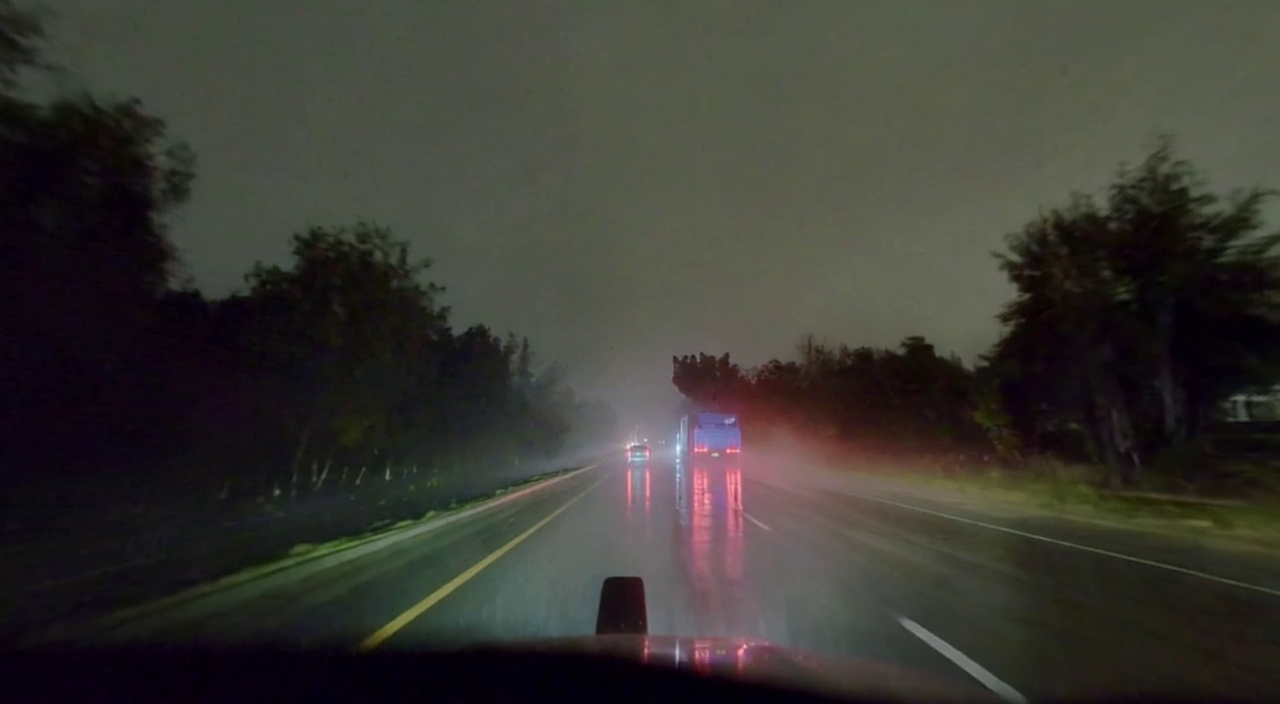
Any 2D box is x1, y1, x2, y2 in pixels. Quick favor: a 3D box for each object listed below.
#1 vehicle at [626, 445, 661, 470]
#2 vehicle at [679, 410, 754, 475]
[{"bbox_3d":[0.240,6.895,41.356,2.170,1.544,4.373,0,-8,0],"label":"vehicle"},{"bbox_3d":[4.008,5.067,35.076,3.015,3.211,7.982,0,-8,-1],"label":"vehicle"}]
